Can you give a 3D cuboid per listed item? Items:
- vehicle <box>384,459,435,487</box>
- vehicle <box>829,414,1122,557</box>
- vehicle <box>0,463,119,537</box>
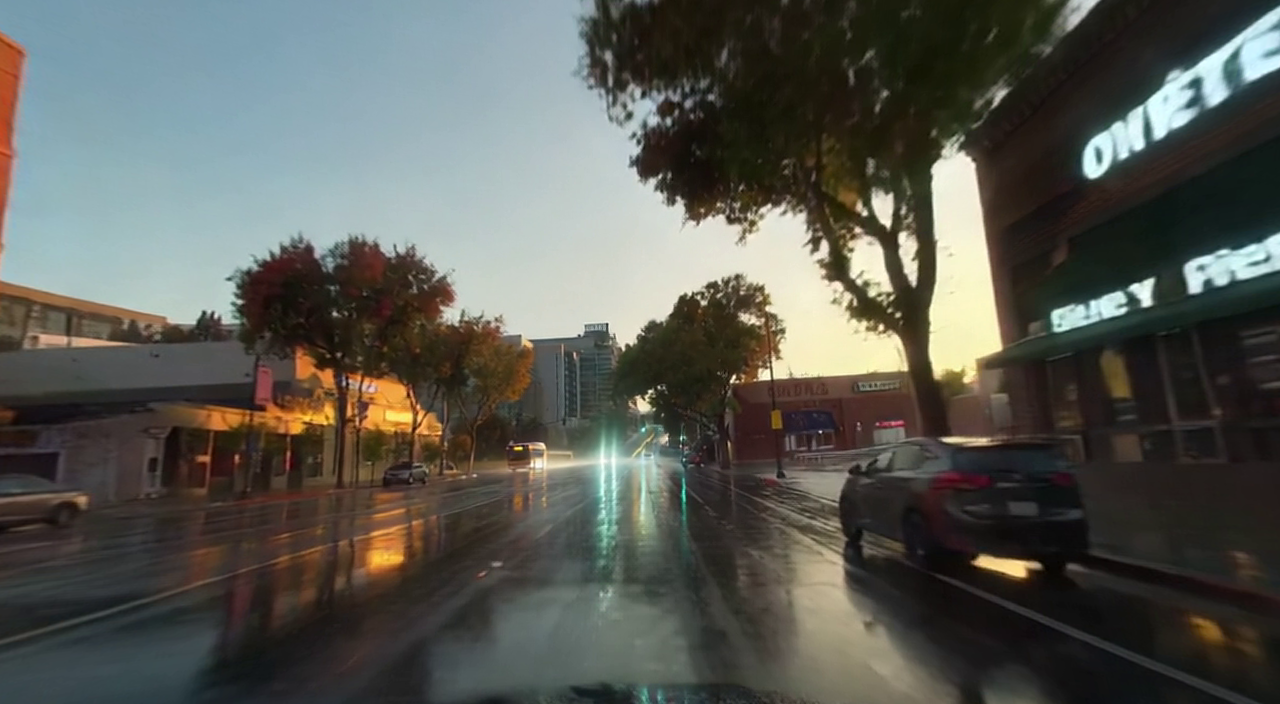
[{"bbox_3d":[-16.838,8.842,46.285,1.896,1.844,4.620,0,-9,1],"label":"vehicle"},{"bbox_3d":[5.159,2.130,10.868,2.241,1.832,5.234,0,-9,1],"label":"vehicle"},{"bbox_3d":[-17.455,4.040,17.359,1.920,1.796,4.710,0,-9,3],"label":"vehicle"}]
